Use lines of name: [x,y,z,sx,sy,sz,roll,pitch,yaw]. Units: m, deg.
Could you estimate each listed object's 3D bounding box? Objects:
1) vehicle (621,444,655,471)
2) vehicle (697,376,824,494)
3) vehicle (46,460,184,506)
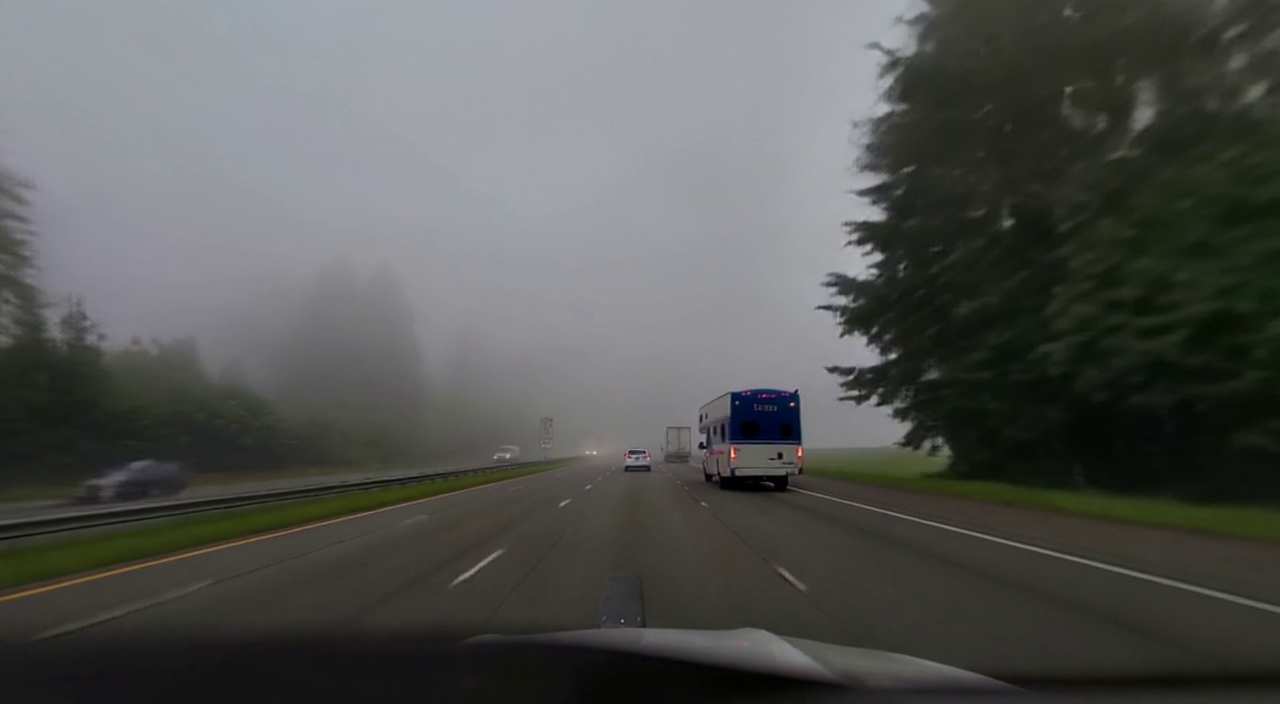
vehicle: [-0.092,7.027,42.186,2.151,1.678,3.923,0,-9,1]
vehicle: [4.018,3.168,23.454,2.931,3.530,8.760,0,-9,0]
vehicle: [-19.260,4.790,23.379,1.732,1.489,3.852,0,-9,1]
